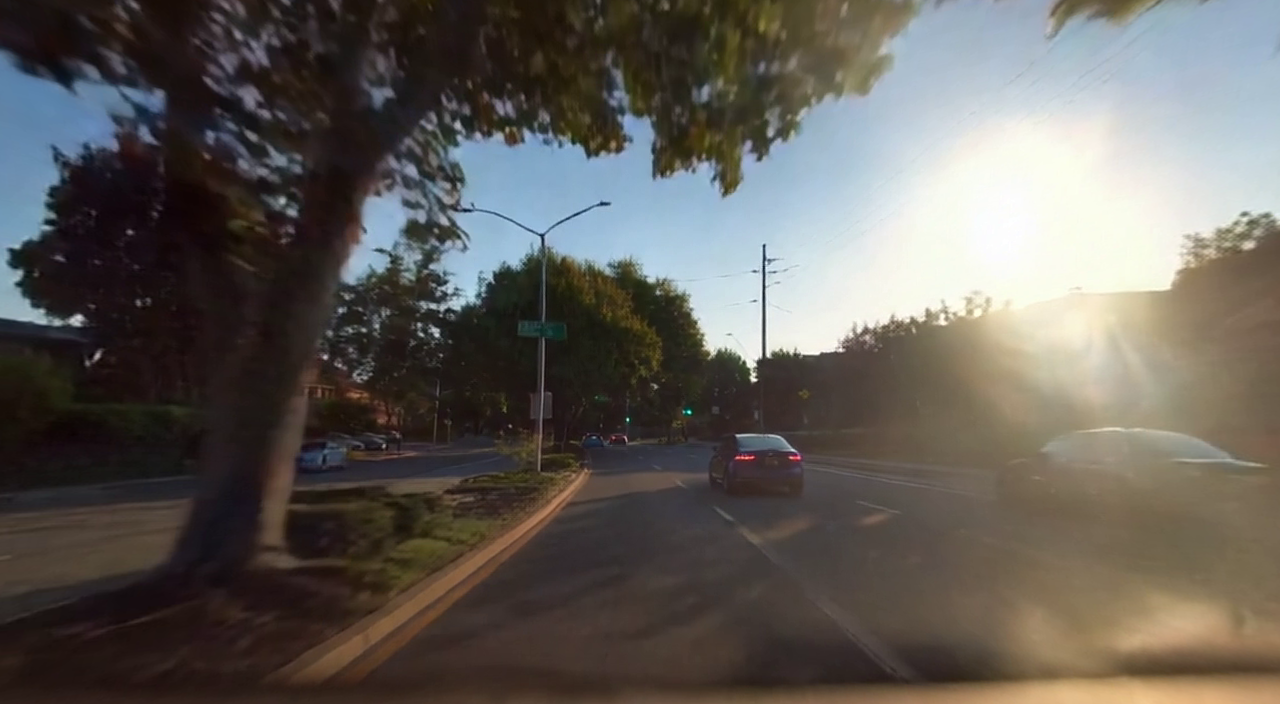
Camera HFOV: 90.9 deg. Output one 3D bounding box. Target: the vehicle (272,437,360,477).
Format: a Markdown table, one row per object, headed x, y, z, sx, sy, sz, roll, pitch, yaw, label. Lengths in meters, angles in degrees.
| x | y | z | sx | sy | sz | roll | pitch | yaw | label |
| --- | --- | --- | --- | --- | --- | --- | --- | --- | --- |
| -14.473 | 4.718 | 28.462 | 1.949 | 1.642 | 4.376 | 1 | -9 | -5 | vehicle |

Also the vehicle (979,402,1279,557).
| x | y | z | sx | sy | sz | roll | pitch | yaw | label |
| --- | --- | --- | --- | --- | --- | --- | --- | --- | --- |
| 6.866 | 1.668 | 8.856 | 2.008 | 1.614 | 4.369 | -1 | -9 | 4 | vehicle |

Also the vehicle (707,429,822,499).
| x | y | z | sx | sy | sz | roll | pitch | yaw | label |
| --- | --- | --- | --- | --- | --- | --- | --- | --- | --- |
| 2.901 | 2.727 | 15.698 | 1.960 | 1.479 | 4.086 | 0 | -9 | -1 | vehicle |
